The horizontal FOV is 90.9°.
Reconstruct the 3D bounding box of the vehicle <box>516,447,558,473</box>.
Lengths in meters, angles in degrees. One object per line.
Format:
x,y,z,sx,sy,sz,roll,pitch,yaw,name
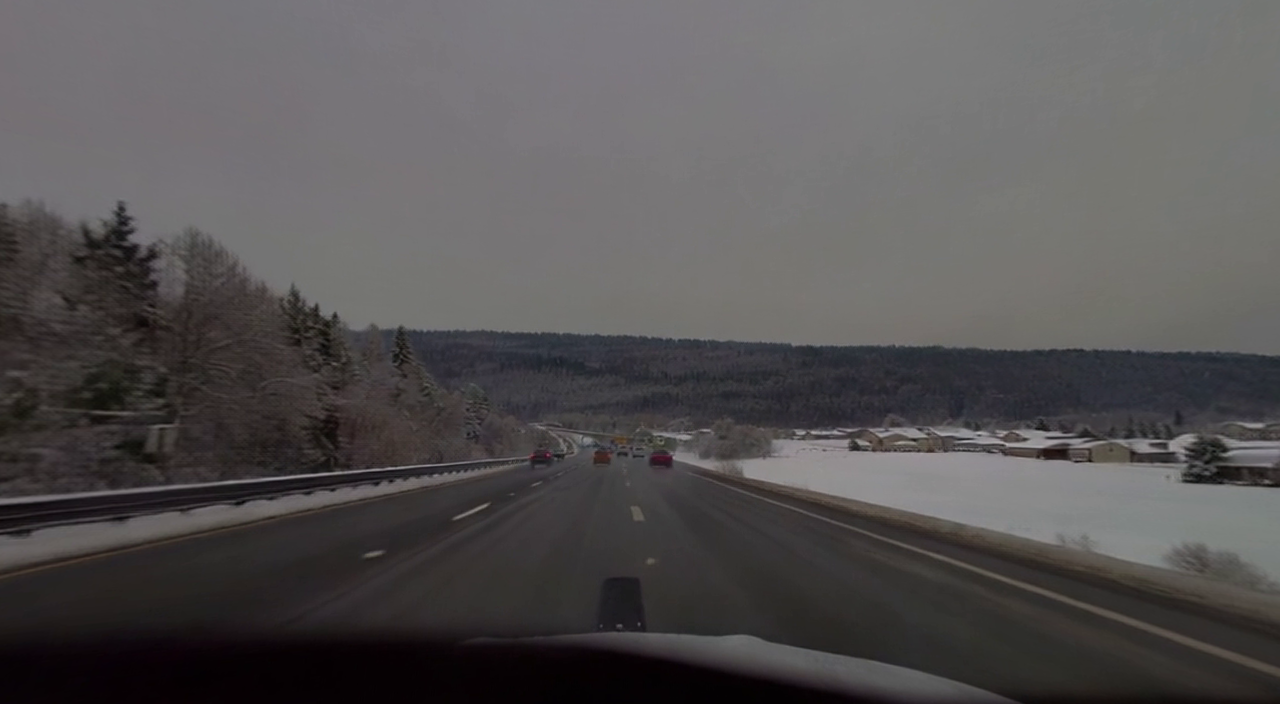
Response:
-6.127,6.461,37.972,1.955,1.468,3.637,0,-9,-1,vehicle

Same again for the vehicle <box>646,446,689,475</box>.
1.466,6.030,35.176,2.019,1.475,4.301,0,-9,-2,vehicle
